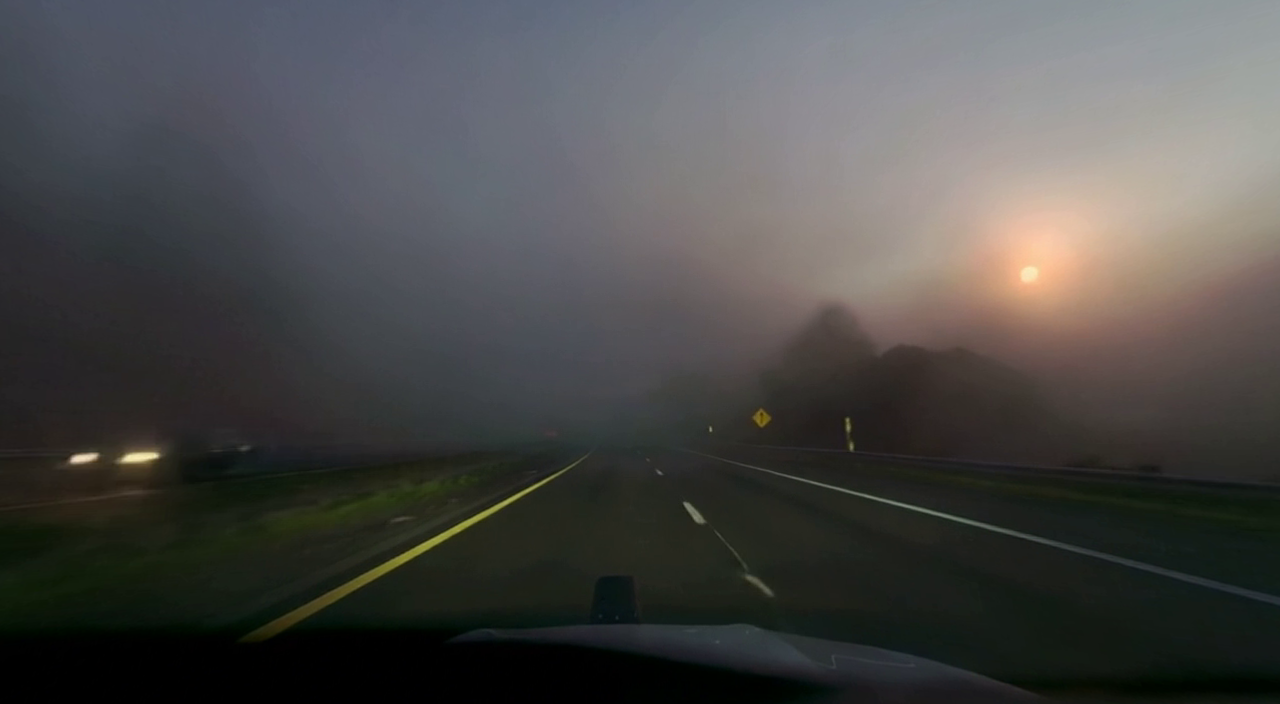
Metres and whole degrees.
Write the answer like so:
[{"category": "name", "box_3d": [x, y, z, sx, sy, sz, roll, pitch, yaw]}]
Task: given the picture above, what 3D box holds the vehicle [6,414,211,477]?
[{"category": "vehicle", "box_3d": [-14.078, 2.507, 17.140, 1.817, 1.489, 4.370, 0, -8, -1]}]
